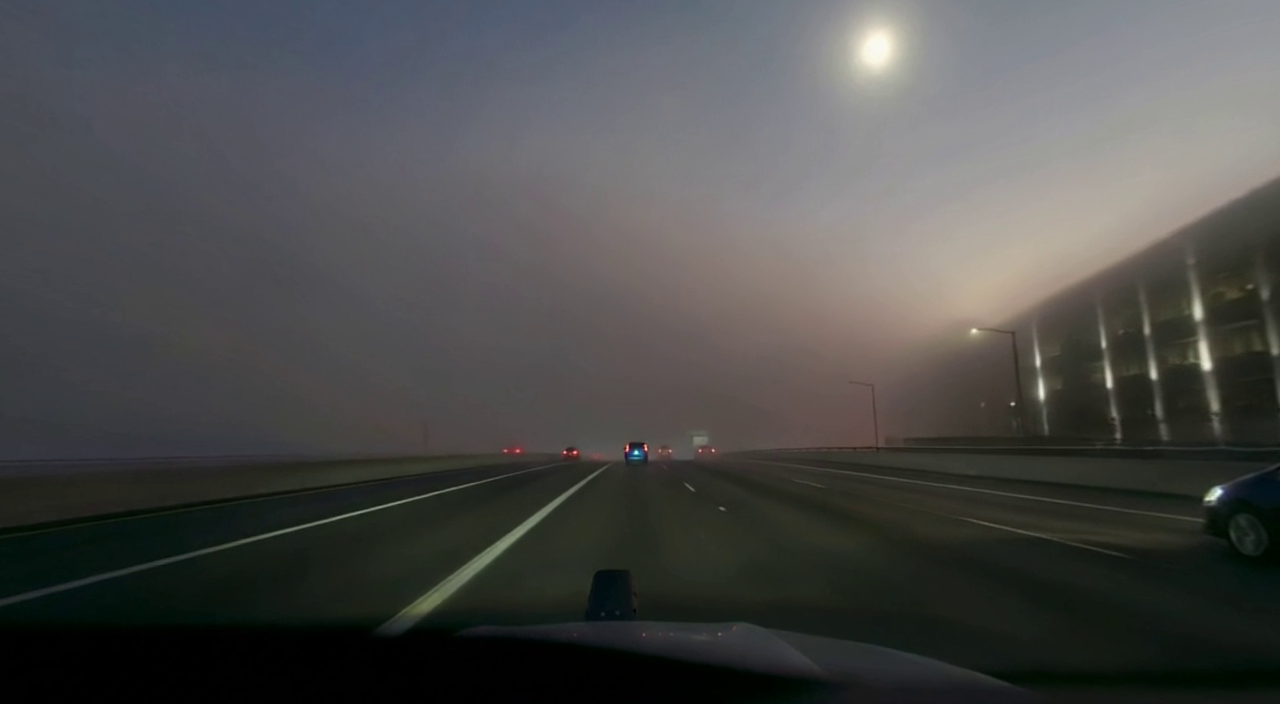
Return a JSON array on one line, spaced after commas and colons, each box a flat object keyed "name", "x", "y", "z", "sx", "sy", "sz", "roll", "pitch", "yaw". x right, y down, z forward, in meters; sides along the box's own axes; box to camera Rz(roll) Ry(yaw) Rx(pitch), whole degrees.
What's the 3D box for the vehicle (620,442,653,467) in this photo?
[{"name": "vehicle", "x": -0.203, "y": 6.690, "z": 41.272, "sx": 2.036, "sy": 1.542, "sz": 3.891, "roll": 0, "pitch": -8, "yaw": 0}]
